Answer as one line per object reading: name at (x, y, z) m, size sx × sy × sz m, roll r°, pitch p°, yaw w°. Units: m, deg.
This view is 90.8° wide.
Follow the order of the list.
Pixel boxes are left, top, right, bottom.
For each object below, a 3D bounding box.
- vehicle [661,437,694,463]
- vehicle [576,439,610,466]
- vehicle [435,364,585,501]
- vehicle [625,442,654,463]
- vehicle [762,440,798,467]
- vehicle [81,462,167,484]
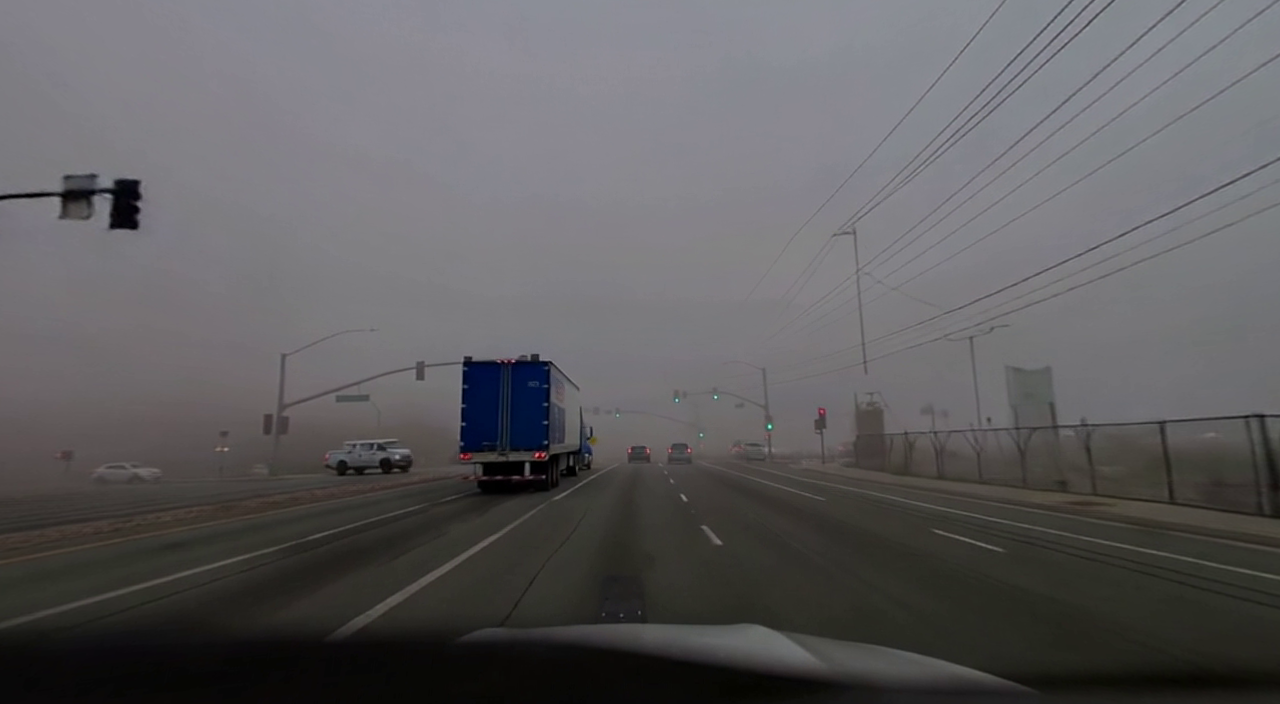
vehicle at (2.822, 7.546, 48.635) m, size 2.086 × 1.849 × 4.607 m, roll 0°, pitch -9°, yaw -1°
vehicle at (-3.271, 7.079, 44.538) m, size 1.994 × 1.806 × 4.564 m, roll 0°, pitch -9°, yaw 0°
vehicle at (-3.519, 2.588, 19.623) m, size 2.889 × 3.347 × 8.285 m, roll 0°, pitch -9°, yaw 0°
vehicle at (-0.087, 7.594, 47.584) m, size 2.117 × 1.499 × 4.036 m, roll 0°, pitch -9°, yaw -1°
vehicle at (9.289, 6.693, 41.777) m, size 2.102 × 1.662 × 4.533 m, roll -2°, pitch -9°, yaw 13°
vehicle at (-40.551, 9.524, 49.755) m, size 4.718 × 1.630 × 2.087 m, roll 2°, pitch -9°, yaw -12°
